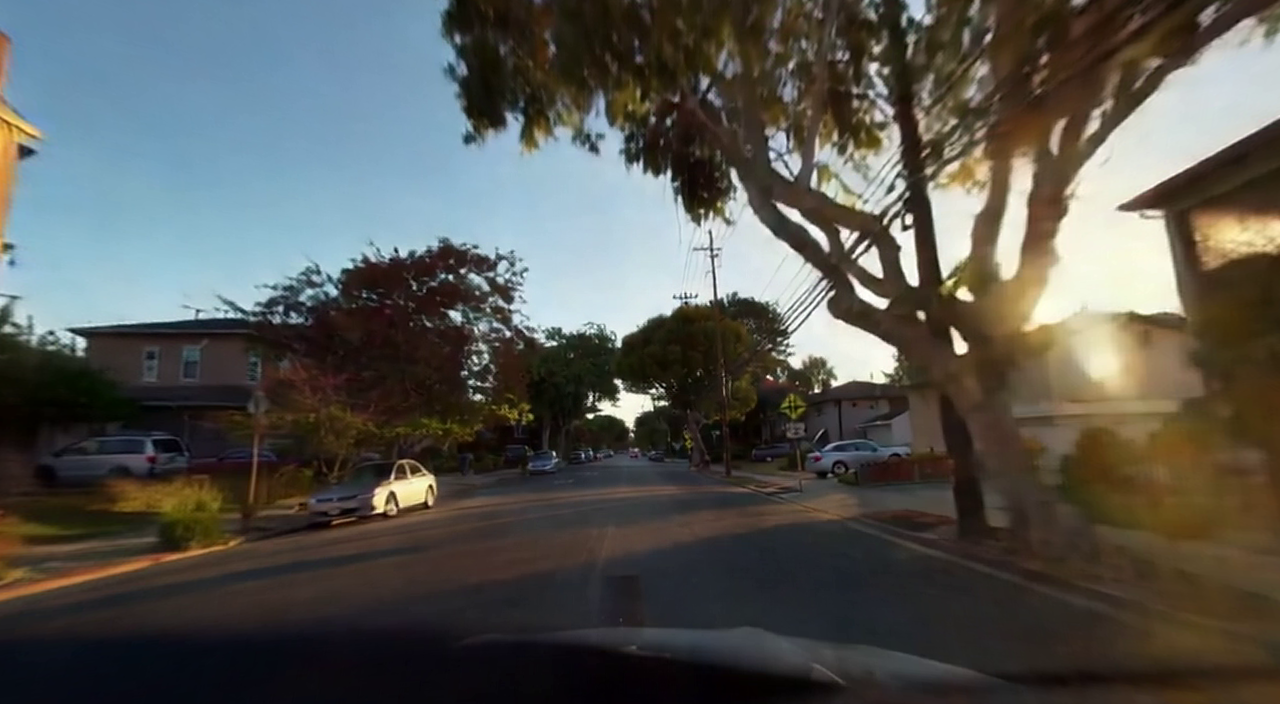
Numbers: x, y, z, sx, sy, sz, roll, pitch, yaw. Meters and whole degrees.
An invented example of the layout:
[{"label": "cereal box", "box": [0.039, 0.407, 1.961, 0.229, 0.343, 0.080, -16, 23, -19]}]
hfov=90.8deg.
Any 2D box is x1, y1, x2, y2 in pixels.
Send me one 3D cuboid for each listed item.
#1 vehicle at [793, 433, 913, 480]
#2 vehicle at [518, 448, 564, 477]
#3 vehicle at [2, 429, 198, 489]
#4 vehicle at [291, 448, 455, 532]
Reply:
[{"label": "vehicle", "box": [10.040, 4.938, 30.029, 4.822, 1.864, 2.100, -2, -8, -5]}, {"label": "vehicle", "box": [-6.477, 7.242, 41.724, 2.162, 1.757, 5.201, -2, -9, 0]}, {"label": "vehicle", "box": [-17.180, 3.424, 20.377, 4.123, 1.787, 2.194, 2, -9, -10]}, {"label": "vehicle", "box": [-6.203, 3.195, 15.365, 2.022, 1.550, 4.669, -4, -9, -1]}]
